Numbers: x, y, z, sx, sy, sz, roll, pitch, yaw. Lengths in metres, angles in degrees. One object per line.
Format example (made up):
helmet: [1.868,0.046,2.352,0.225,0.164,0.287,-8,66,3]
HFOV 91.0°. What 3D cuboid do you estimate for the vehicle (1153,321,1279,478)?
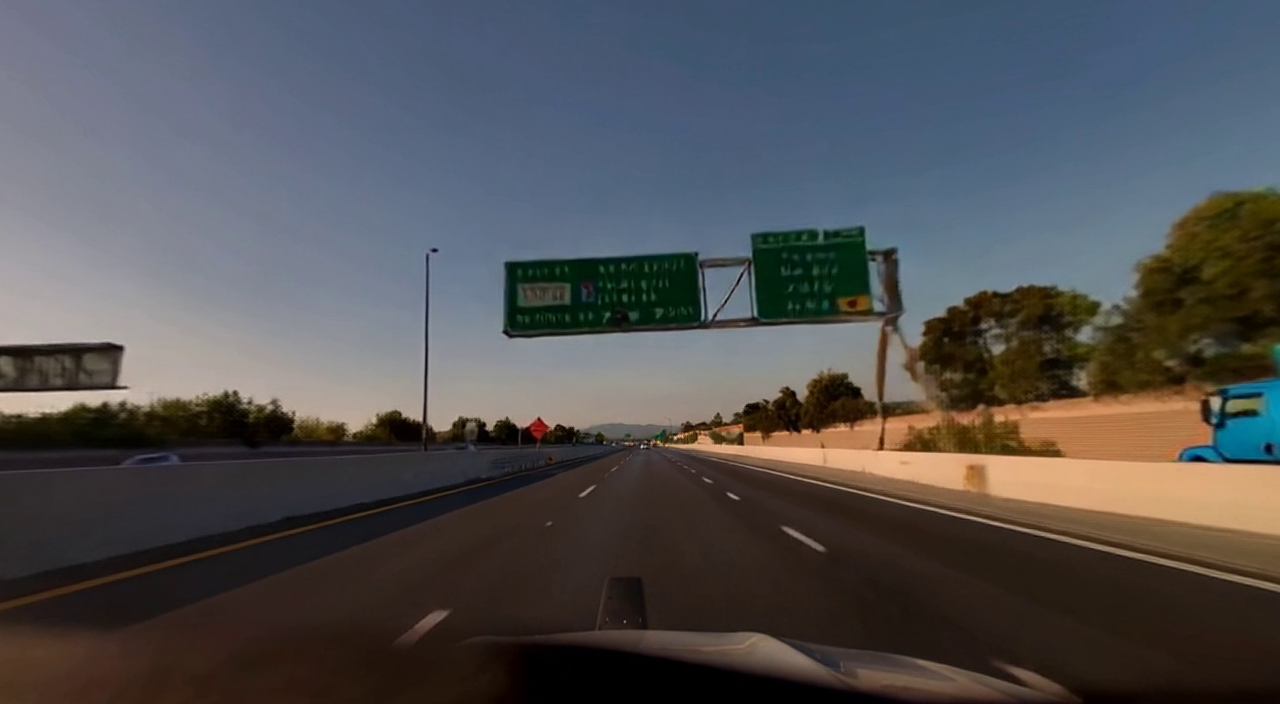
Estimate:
vehicle: [17.656,1.239,16.217,2.905,3.936,6.134,1,-8,-10]

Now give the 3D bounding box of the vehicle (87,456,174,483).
vehicle: [-30.725,7.066,38.141,1.792,1.439,4.062,0,-8,1]
